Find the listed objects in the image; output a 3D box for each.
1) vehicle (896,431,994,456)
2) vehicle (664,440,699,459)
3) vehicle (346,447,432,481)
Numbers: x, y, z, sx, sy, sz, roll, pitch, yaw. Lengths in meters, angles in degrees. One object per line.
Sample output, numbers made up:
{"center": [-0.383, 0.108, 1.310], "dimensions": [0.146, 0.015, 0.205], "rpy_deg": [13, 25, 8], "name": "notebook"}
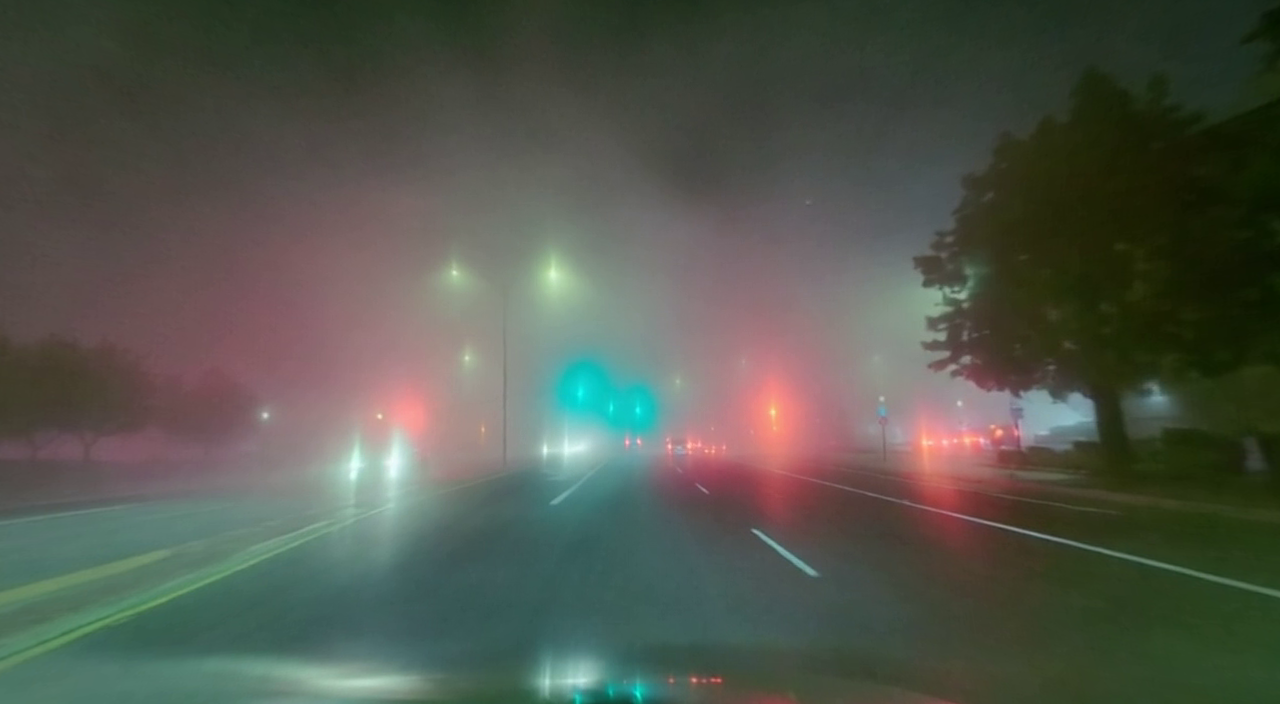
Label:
{"center": [23.518, 7.114, 48.949], "dimensions": [6.313, 1.772, 2.263], "rpy_deg": [-9, -11, 43], "name": "vehicle"}
{"center": [3.006, 7.122, 46.179], "dimensions": [2.080, 1.321, 4.382], "rpy_deg": [0, -8, -2], "name": "vehicle"}
{"center": [-12.016, 5.362, 30.650], "dimensions": [2.247, 1.475, 4.593], "rpy_deg": [0, -8, 0], "name": "vehicle"}
